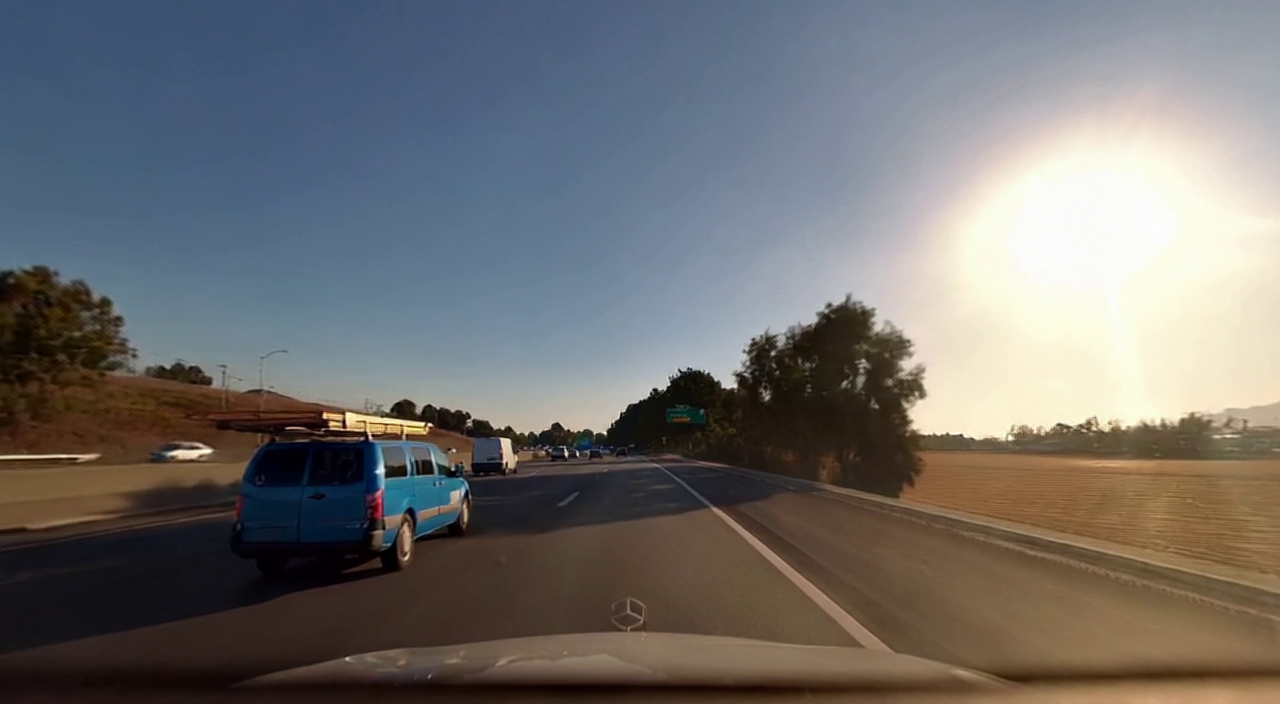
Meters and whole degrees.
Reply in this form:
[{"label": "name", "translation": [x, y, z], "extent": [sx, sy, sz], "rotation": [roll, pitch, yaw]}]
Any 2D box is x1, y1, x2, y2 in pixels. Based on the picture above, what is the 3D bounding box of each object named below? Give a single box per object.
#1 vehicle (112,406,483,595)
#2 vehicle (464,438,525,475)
[{"label": "vehicle", "translation": [-3.693, 1.703, 8.165], "extent": [2.040, 1.679, 4.865], "rotation": [0, -9, 0]}, {"label": "vehicle", "translation": [-7.584, 5.495, 33.387], "extent": [2.093, 1.752, 4.771], "rotation": [0, -9, 0]}]
